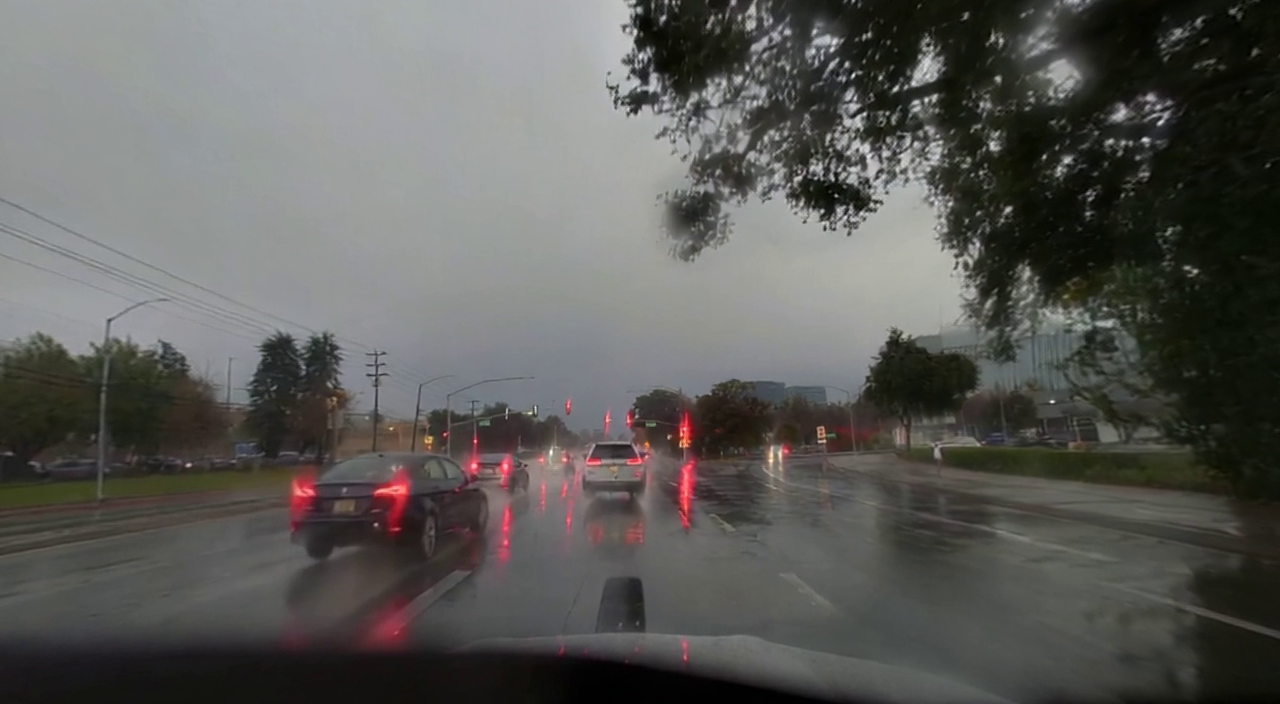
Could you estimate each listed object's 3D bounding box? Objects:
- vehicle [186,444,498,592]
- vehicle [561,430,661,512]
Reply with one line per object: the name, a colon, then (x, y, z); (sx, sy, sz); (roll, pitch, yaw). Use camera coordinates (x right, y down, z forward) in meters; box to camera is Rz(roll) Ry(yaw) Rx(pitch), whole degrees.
vehicle: (-3.504, 2.000, 8.608); (2.064, 1.464, 4.373); (0, -8, 1)
vehicle: (-0.677, 3.017, 16.430); (2.276, 1.850, 3.897); (0, -8, -1)
